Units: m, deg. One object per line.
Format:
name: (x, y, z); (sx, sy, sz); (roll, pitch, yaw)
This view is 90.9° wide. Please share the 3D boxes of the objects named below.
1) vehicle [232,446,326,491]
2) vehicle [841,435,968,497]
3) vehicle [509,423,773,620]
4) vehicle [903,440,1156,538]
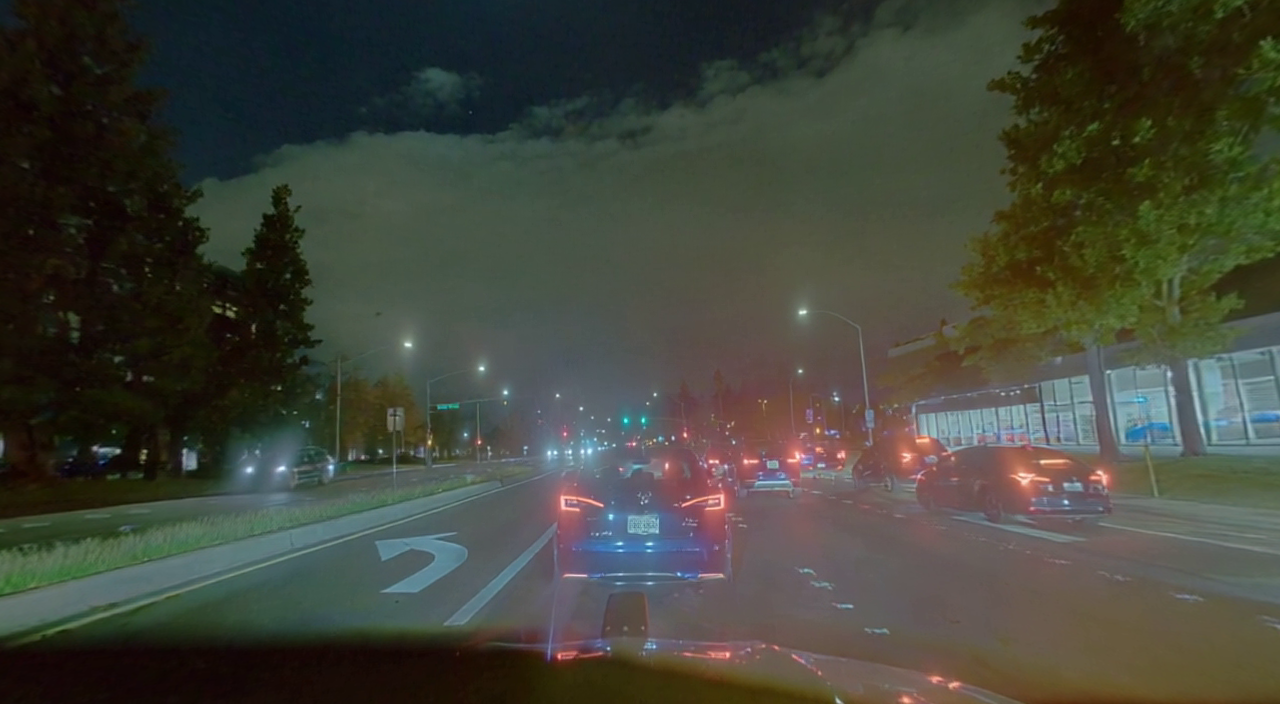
vehicle: (-15.620, 5.006, 27.563); (2.163, 1.743, 4.428); (1, -9, -11)
vehicle: (7.883, 3.414, 19.328); (1.963, 1.637, 4.527); (0, -8, 1)
vehicle: (-0.020, 1.597, 6.996); (1.977, 1.465, 4.376); (0, -8, -1)
vehicle: (6.831, 2.398, 11.791); (1.911, 1.468, 4.417); (0, -8, 0)
